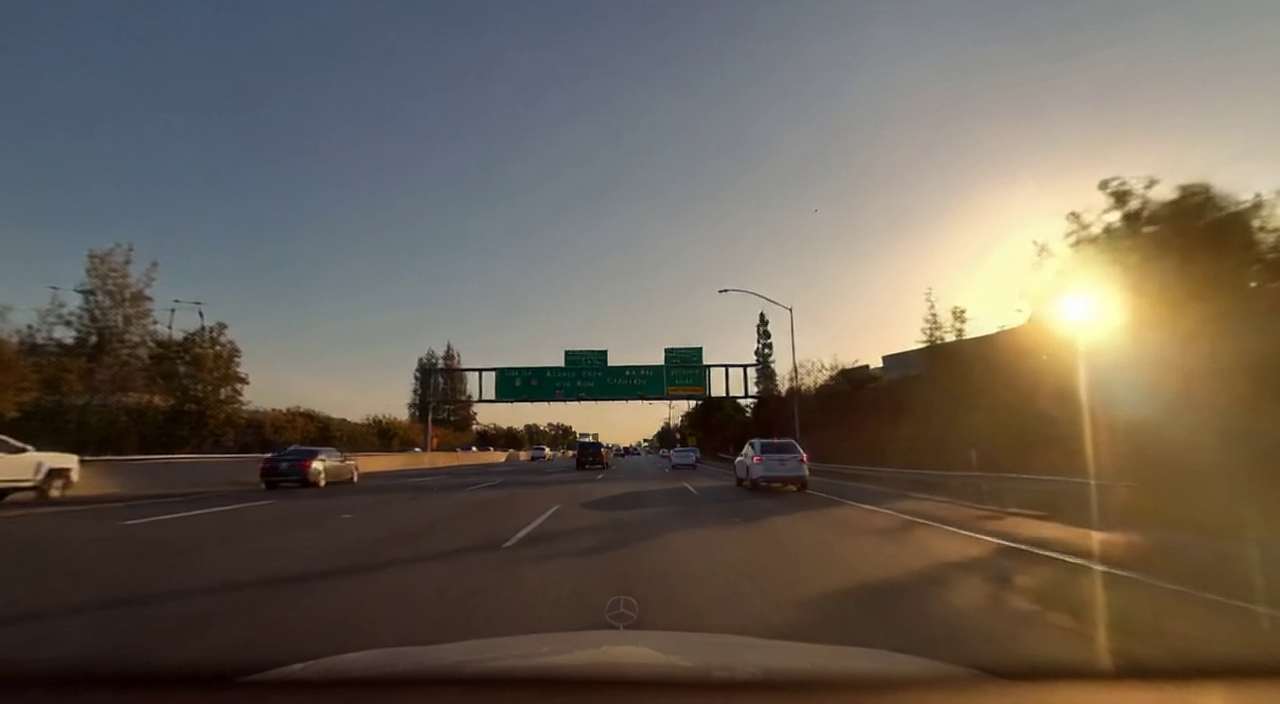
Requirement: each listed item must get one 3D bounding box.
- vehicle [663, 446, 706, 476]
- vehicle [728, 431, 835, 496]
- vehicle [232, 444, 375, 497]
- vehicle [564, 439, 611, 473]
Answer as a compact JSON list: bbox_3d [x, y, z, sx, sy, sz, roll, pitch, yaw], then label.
[{"bbox_3d":[2.386,5.990,34.979,2.126,1.529,4.438,0,-9,1],"label":"vehicle"},{"bbox_3d":[4.280,3.469,19.956,2.218,1.776,4.807,0,-9,0],"label":"vehicle"},{"bbox_3d":[-10.555,3.717,20.235,1.974,1.472,4.684,0,-9,0],"label":"vehicle"},{"bbox_3d":[-3.131,6.428,39.099,2.449,1.929,5.503,0,-9,0],"label":"vehicle"}]
